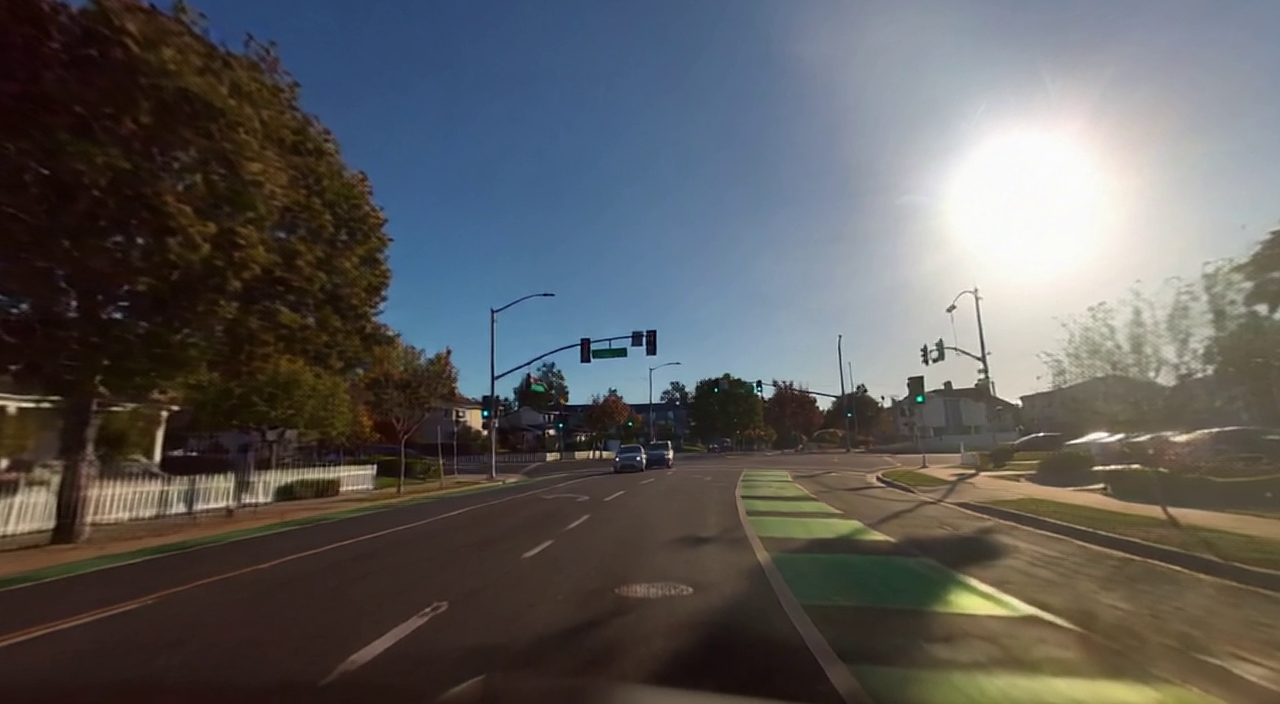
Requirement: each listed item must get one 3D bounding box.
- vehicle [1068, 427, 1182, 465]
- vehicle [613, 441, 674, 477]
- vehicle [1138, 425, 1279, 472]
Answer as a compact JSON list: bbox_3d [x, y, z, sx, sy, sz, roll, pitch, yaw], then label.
[{"bbox_3d":[21.712,4.234,28.496,1.937,1.474,5.114,-4,-9,12],"label":"vehicle"},{"bbox_3d":[0.268,4.885,28.962,1.904,1.489,4.746,-2,-9,12],"label":"vehicle"},{"bbox_3d":[21.558,3.482,23.031,1.972,1.477,5.340,-2,-8,-5],"label":"vehicle"}]
